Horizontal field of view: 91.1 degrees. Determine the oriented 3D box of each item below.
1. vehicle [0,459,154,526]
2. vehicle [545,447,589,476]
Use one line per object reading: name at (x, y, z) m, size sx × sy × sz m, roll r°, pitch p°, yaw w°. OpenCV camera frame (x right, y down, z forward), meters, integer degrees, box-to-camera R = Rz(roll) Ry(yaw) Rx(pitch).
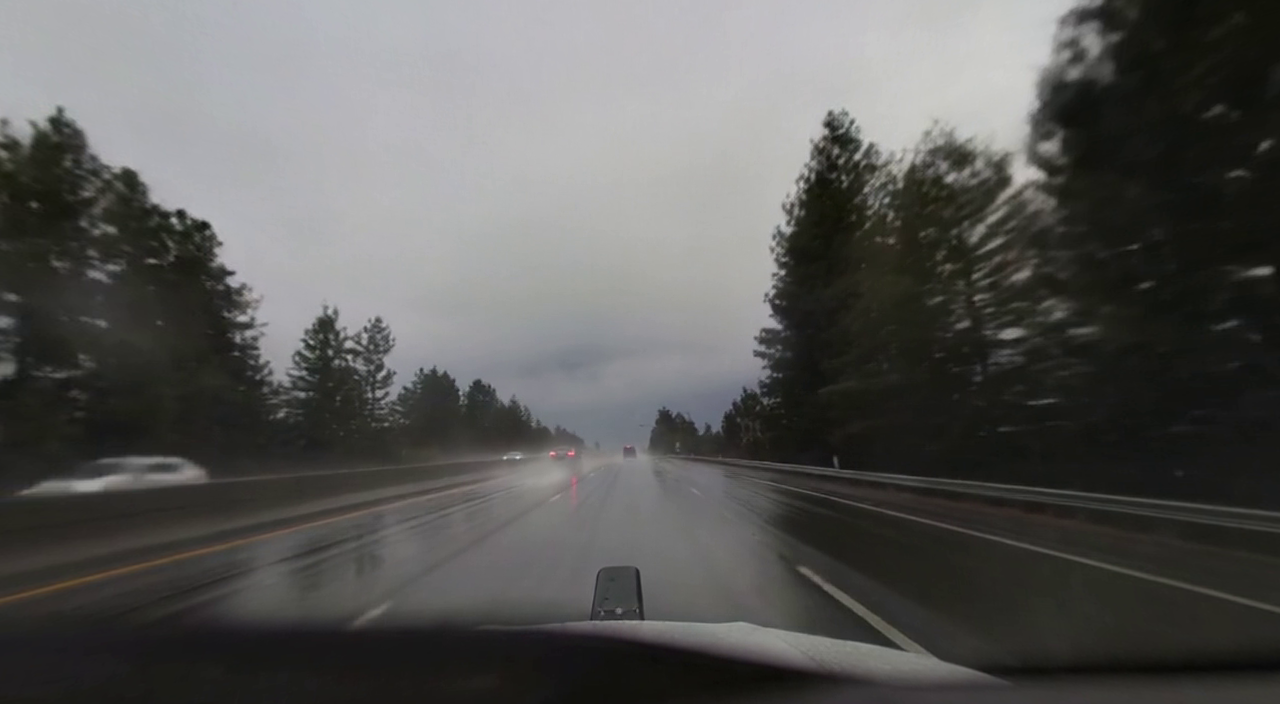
vehicle at (-15.965, 3.728, 17.199) m, size 1.884 × 1.518 × 4.311 m, roll 0°, pitch -9°, yaw 0°
vehicle at (-4.027, 6.079, 35.222) m, size 1.970 × 1.492 × 3.944 m, roll 0°, pitch -9°, yaw 0°
